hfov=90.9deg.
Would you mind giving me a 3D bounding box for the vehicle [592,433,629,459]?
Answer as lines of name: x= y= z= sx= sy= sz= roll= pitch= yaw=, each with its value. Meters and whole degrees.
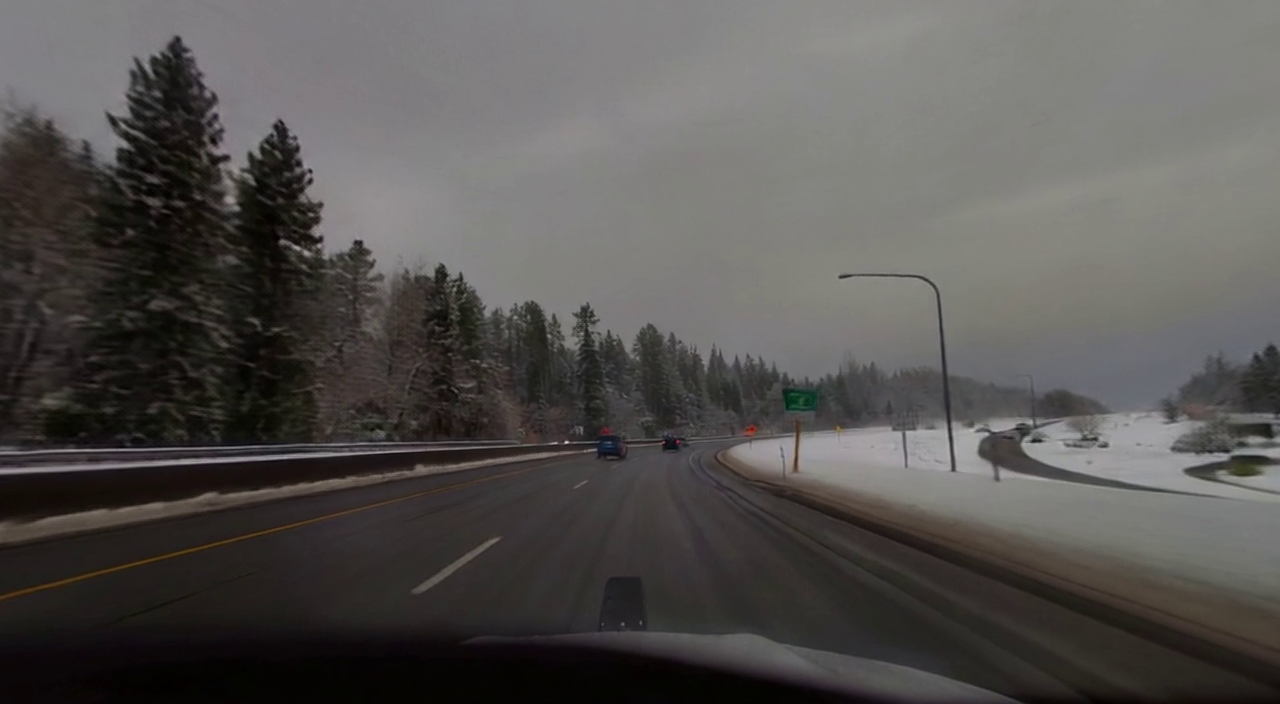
vehicle: x=-2.066 y=6.745 z=45.347 sx=2.129 sy=1.742 sz=4.217 roll=-1 pitch=-8 yaw=5
